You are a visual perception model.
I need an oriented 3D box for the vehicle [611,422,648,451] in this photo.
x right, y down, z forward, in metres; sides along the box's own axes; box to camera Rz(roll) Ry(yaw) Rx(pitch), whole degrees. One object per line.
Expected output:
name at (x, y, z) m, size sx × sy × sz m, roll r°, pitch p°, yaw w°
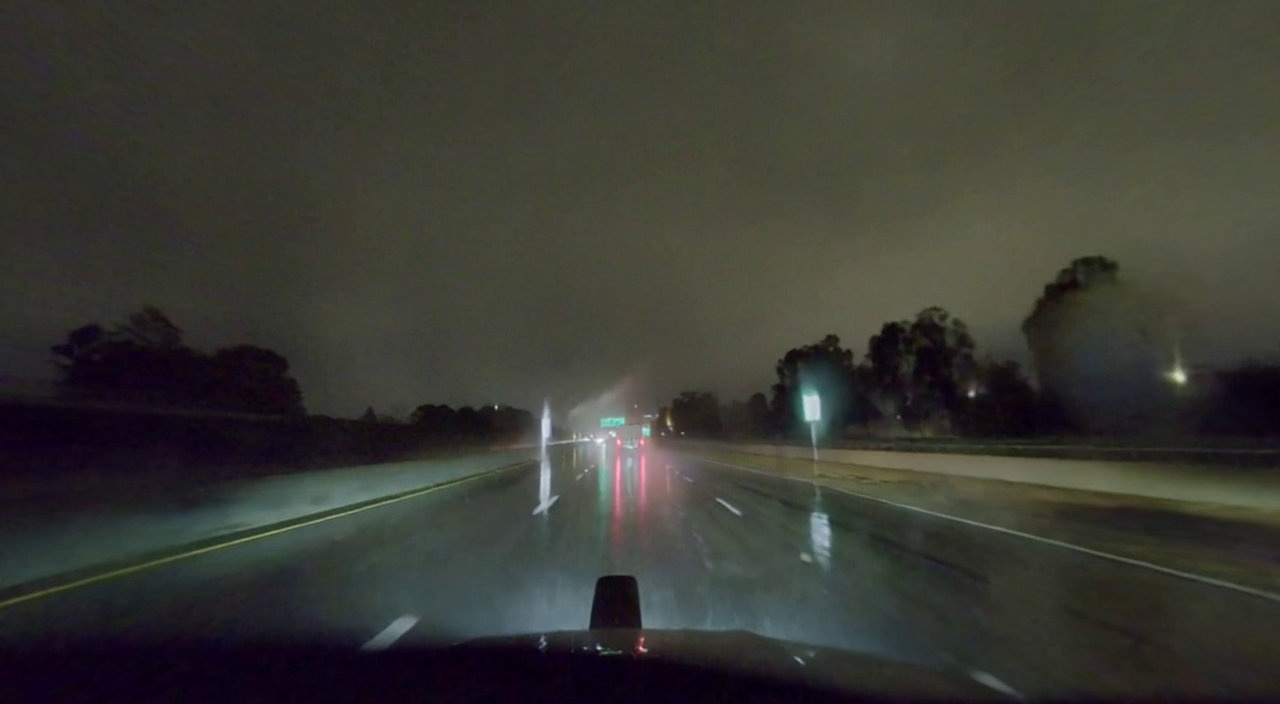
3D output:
vehicle at (-0.695, 5.253, 39.085) m, size 2.157 × 1.647 × 4.524 m, roll 0°, pitch -8°, yaw -3°
